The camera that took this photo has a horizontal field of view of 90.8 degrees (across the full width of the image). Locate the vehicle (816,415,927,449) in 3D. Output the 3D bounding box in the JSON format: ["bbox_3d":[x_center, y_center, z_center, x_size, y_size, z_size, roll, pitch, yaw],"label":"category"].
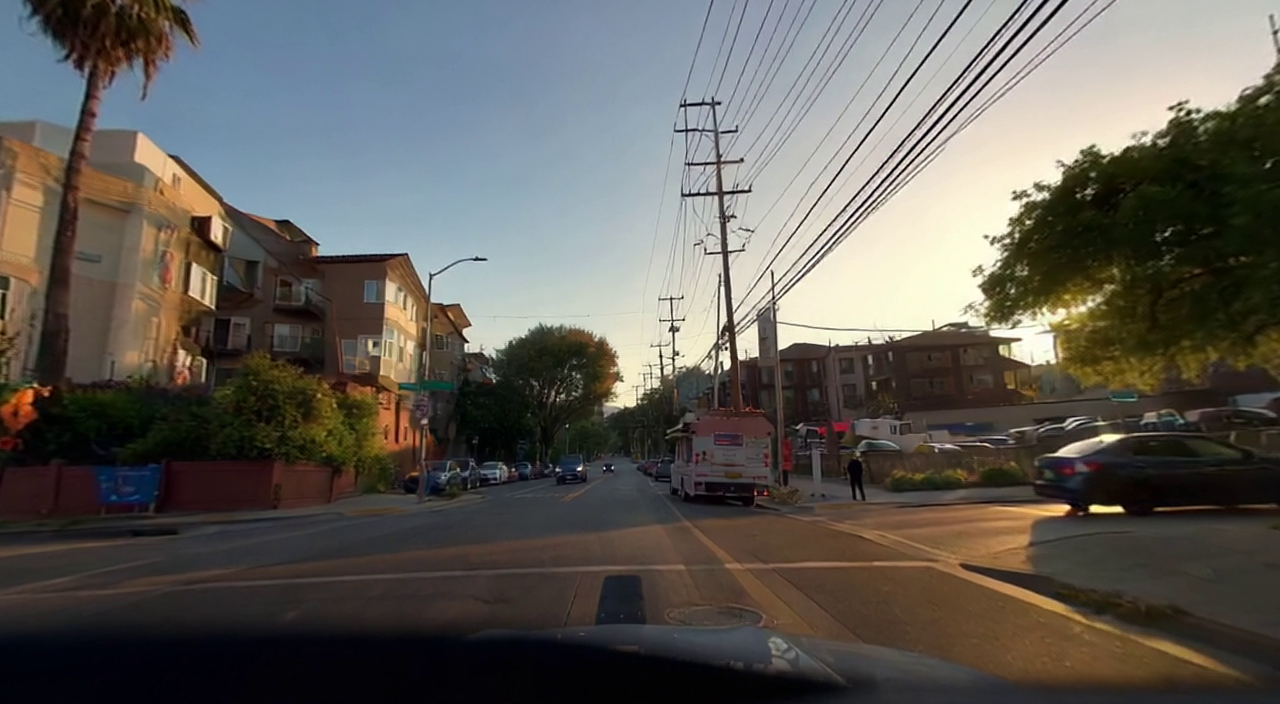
[{"bbox_3d":[10.589,3.701,29.065,4.396,1.459,1.749,0,-8,-3],"label":"vehicle"}]

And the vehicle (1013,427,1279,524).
[{"bbox_3d":[9.779,2.167,11.461,4.857,1.525,1.976,0,-8,-6],"label":"vehicle"}]

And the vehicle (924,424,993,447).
[{"bbox_3d":[21.868,5.775,43.466,3.761,1.538,1.743,0,-8,-1],"label":"vehicle"}]

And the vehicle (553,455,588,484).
[{"bbox_3d":[-4.577,7.853,42.429,1.952,1.708,4.096,0,-8,-1],"label":"vehicle"}]

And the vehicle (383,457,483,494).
[{"bbox_3d":[-11.504,6.814,35.179,5.093,1.855,2.338,3,-9,-21],"label":"vehicle"}]

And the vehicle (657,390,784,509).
[{"bbox_3d":[2.374,3.310,21.776,2.886,3.321,7.809,0,-8,-3],"label":"vehicle"}]

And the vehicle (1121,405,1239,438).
[{"bbox_3d":[27.843,3.617,32.679,4.413,1.608,1.858,0,-8,-2],"label":"vehicle"}]
